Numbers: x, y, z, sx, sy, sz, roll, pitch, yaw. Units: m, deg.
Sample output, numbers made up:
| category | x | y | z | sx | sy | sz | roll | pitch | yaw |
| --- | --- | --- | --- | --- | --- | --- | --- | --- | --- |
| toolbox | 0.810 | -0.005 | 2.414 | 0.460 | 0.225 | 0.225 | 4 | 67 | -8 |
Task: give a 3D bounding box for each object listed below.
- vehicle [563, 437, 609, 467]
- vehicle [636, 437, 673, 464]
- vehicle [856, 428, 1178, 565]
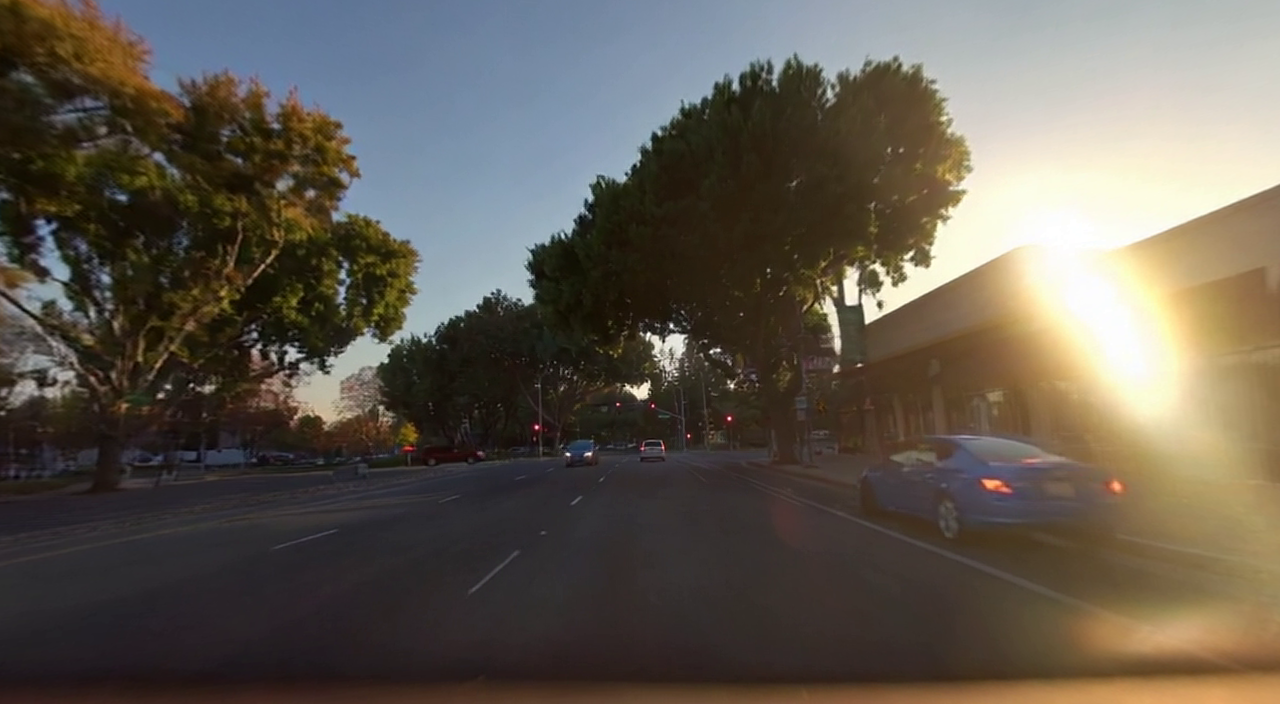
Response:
| category | x | y | z | sx | sy | sz | roll | pitch | yaw |
| --- | --- | --- | --- | --- | --- | --- | --- | --- | --- |
| vehicle | -2.858 | 5.425 | 34.382 | 2.032 | 1.467 | 4.411 | 0 | -8 | 2 |
| vehicle | 0.832 | 5.781 | 37.151 | 2.059 | 1.456 | 4.047 | 0 | -8 | 1 |
| vehicle | 4.814 | 1.871 | 8.948 | 1.942 | 1.469 | 4.049 | 0 | -9 | -2 |
